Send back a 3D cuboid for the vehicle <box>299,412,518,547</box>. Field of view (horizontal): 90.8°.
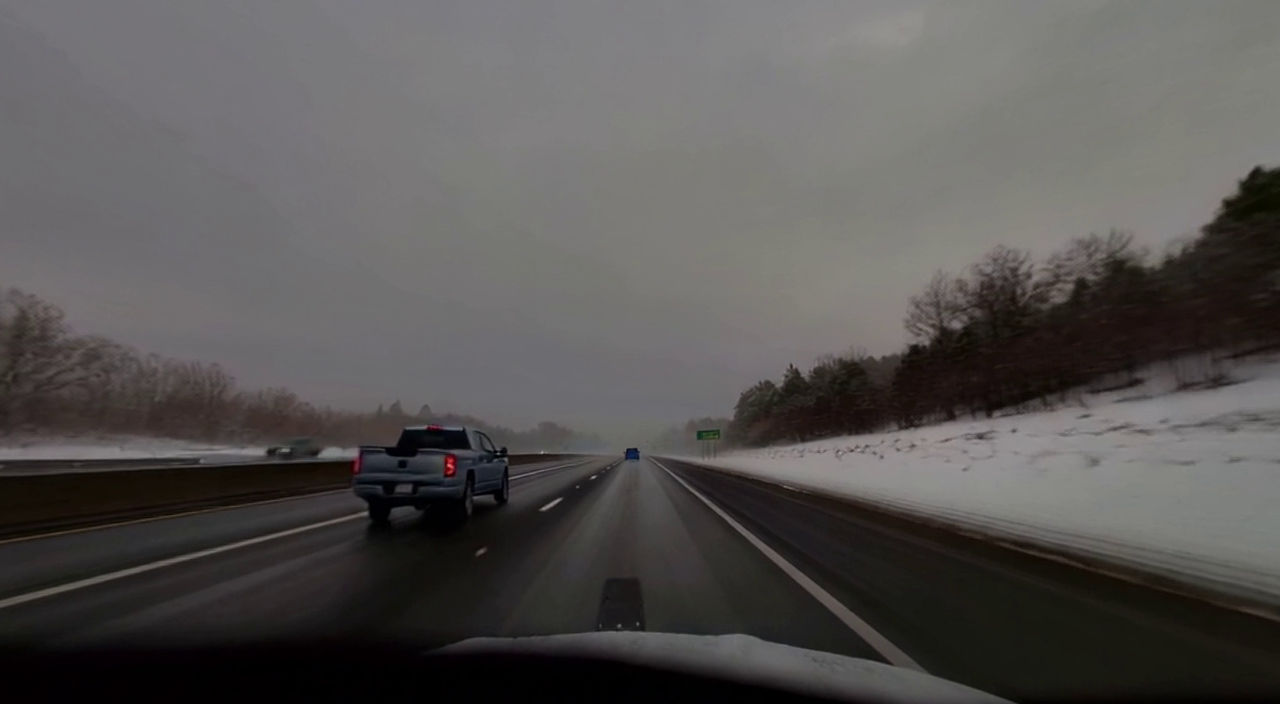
[{"bbox_3d":[-3.633,2.122,11.113,1.942,1.828,4.868,0,-9,1],"label":"vehicle"}]

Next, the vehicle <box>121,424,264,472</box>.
[{"bbox_3d":[-15.636,3.415,22.418,1.756,1.488,4.446,0,-9,1],"label":"vehicle"}]
